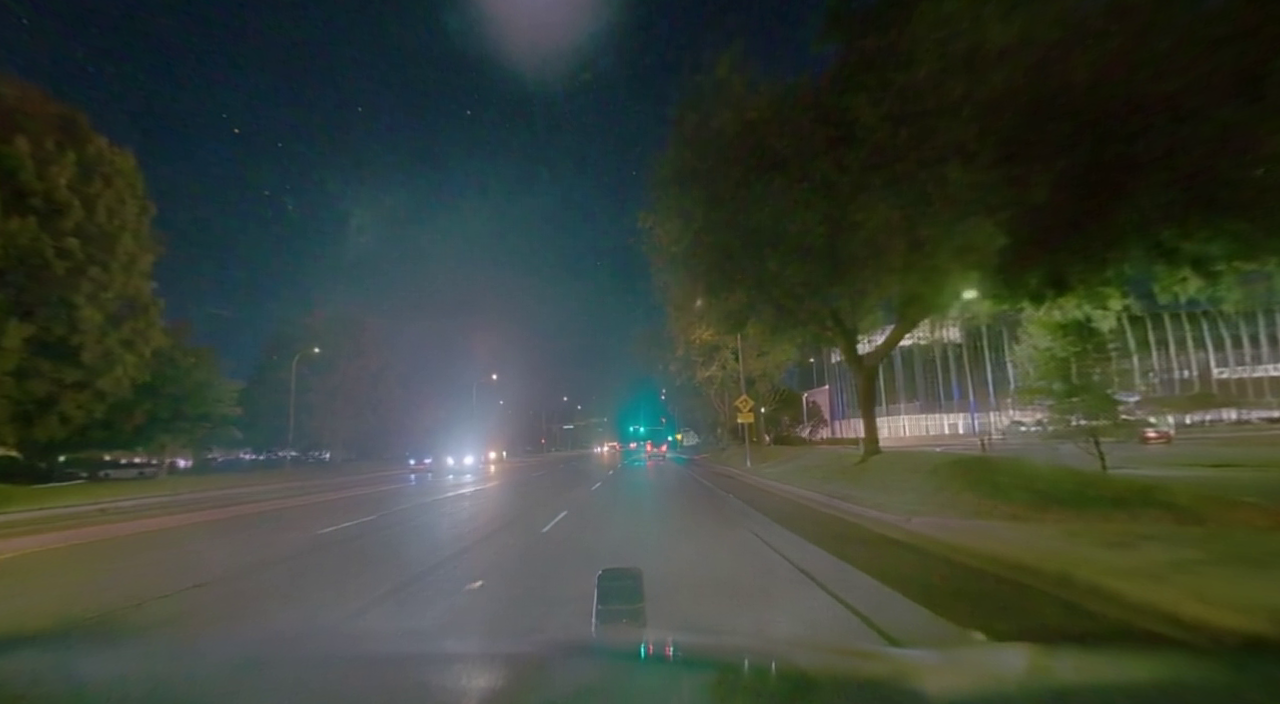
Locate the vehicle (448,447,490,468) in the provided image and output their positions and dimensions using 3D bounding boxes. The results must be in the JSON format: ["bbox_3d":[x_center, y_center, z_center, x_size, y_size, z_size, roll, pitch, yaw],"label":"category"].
[{"bbox_3d":[-13.459,8.317,49.710,1.939,1.548,4.490,0,-8,2],"label":"vehicle"}]

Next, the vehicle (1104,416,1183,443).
[{"bbox_3d":[39.115,6.092,48.914,2.045,2.000,4.878,0,-8,0],"label":"vehicle"}]
